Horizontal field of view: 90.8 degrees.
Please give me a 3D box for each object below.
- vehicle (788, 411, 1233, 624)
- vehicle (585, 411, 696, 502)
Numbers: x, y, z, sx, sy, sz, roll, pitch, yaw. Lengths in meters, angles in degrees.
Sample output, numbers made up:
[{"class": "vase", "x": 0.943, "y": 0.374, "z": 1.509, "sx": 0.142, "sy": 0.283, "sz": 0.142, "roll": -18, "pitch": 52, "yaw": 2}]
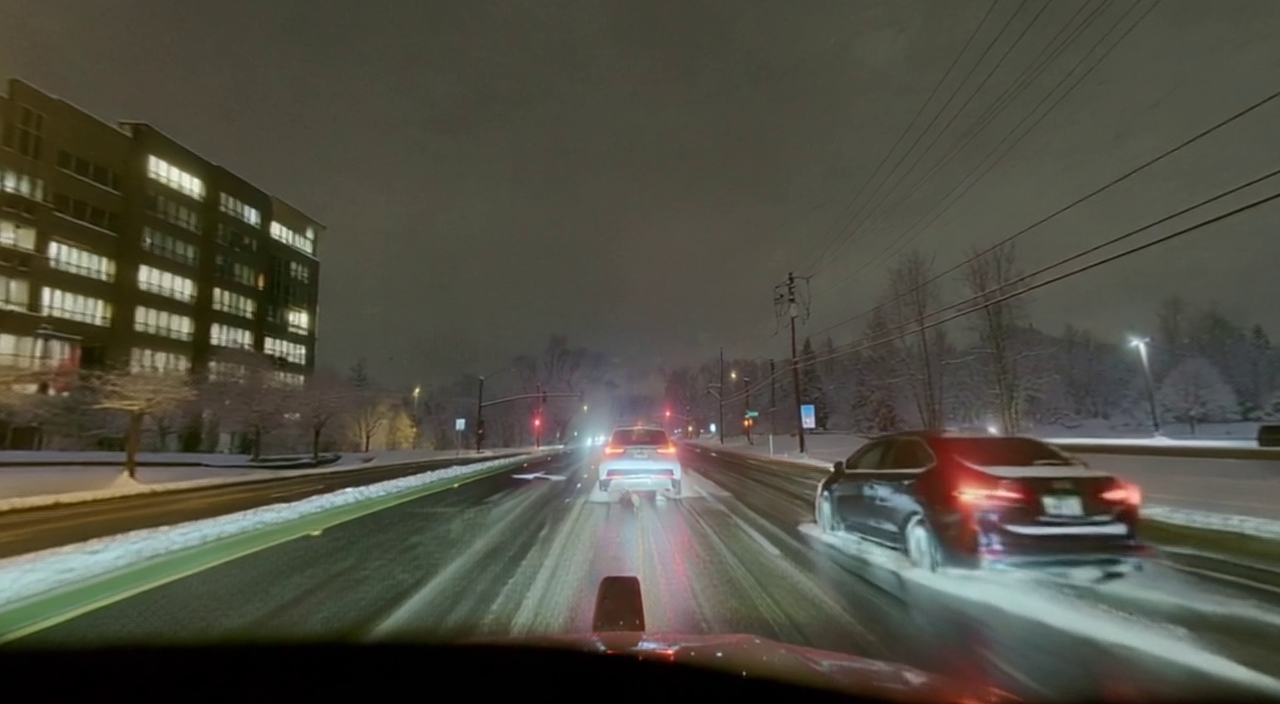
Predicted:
[{"class": "vehicle", "x": 3.168, "y": 1.500, "z": 6.815, "sx": 1.990, "sy": 1.482, "sz": 4.575, "roll": 0, "pitch": -8, "yaw": 0}, {"class": "vehicle", "x": 0.014, "y": 2.392, "z": 14.761, "sx": 2.189, "sy": 1.776, "sz": 4.342, "roll": 0, "pitch": -8, "yaw": 0}]
